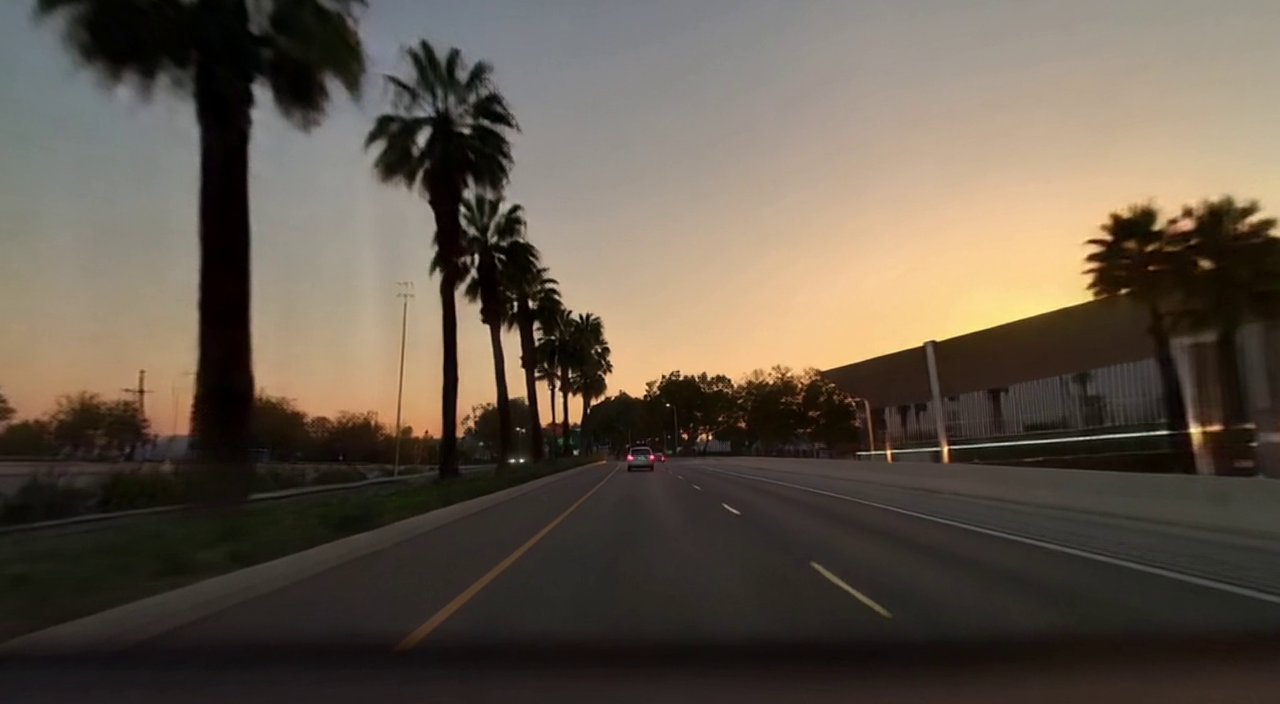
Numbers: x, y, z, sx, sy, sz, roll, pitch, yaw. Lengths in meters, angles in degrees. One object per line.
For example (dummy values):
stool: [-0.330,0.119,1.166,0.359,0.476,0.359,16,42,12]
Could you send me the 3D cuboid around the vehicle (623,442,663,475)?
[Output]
vehicle: [0.157,5.999,35.558,2.089,1.718,4.193,0,-9,0]
